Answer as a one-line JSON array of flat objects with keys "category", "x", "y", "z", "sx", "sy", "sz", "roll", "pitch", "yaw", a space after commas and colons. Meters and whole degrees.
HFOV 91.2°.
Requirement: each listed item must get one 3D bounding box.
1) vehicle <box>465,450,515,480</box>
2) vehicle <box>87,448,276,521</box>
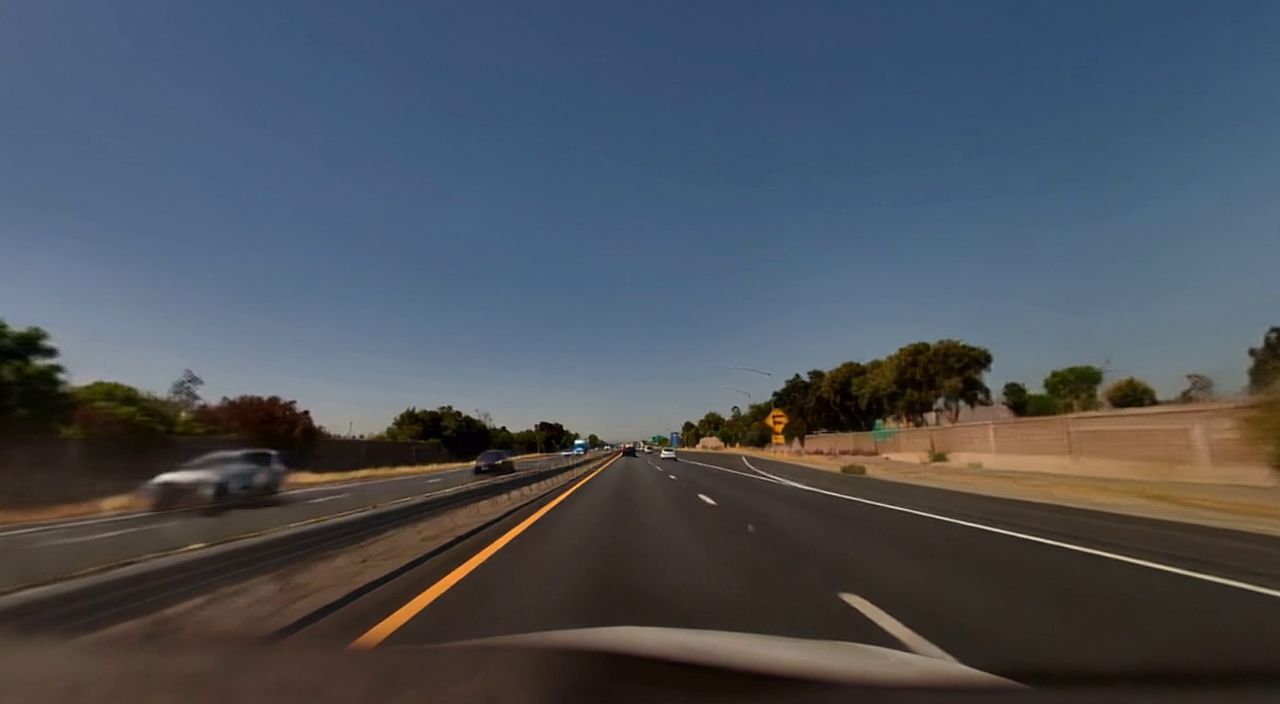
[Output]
[{"category": "vehicle", "x": -8.656, "y": 6.528, "z": 36.511, "sx": 1.961, "sy": 1.587, "sz": 4.391, "roll": 0, "pitch": -9, "yaw": -2}, {"category": "vehicle", "x": -13.180, "y": 3.777, "z": 18.522, "sx": 2.110, "sy": 1.813, "sz": 4.799, "roll": 0, "pitch": -9, "yaw": -3}]
